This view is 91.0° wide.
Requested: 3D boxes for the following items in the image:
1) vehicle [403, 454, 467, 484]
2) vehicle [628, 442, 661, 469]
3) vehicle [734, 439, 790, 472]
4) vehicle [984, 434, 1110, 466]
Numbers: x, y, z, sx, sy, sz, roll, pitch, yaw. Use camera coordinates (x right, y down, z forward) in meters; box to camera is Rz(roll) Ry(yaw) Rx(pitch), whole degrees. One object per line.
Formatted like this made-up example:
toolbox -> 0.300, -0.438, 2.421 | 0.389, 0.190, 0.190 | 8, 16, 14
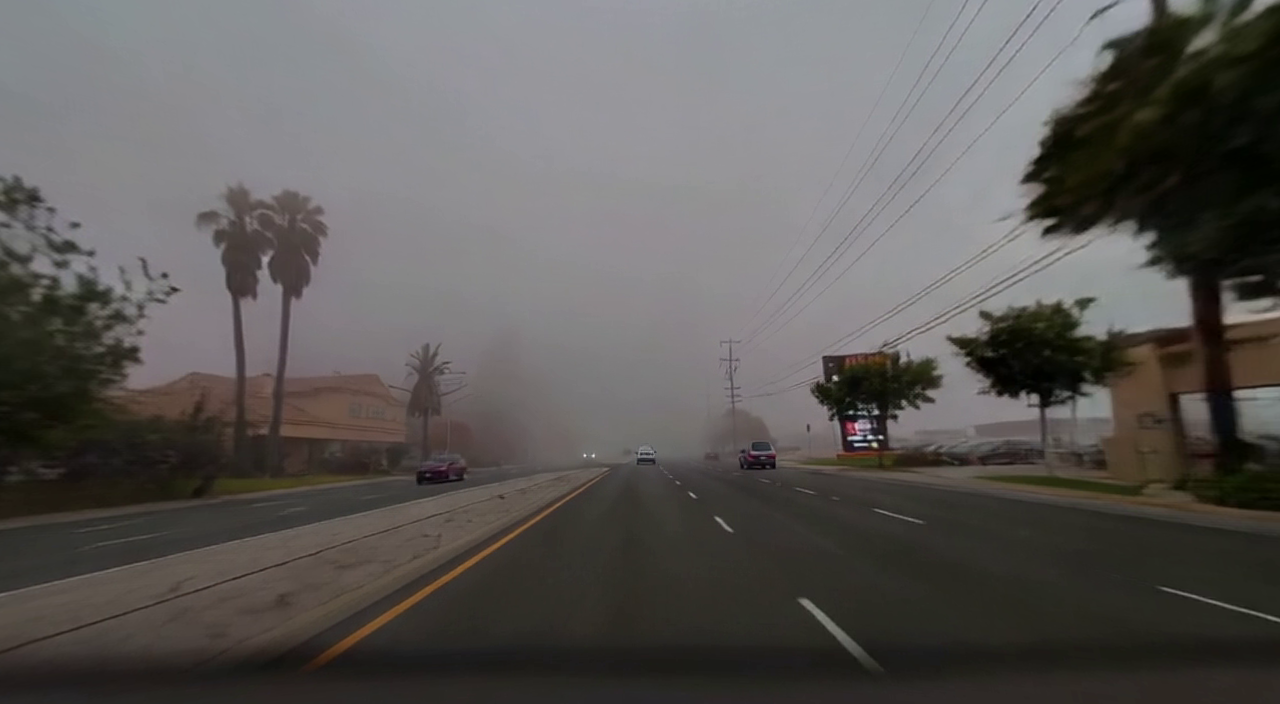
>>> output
vehicle -> -11.385, 6.542, 35.365 | 1.942, 1.497, 4.582 | 0, -9, 1
vehicle -> 0.312, 7.076, 43.216 | 2.138, 1.702, 4.168 | 0, -9, 1
vehicle -> 6.839, 5.831, 35.791 | 2.252, 1.718, 4.617 | 0, -9, 0
vehicle -> 19.952, 4.833, 31.042 | 4.768, 1.512, 1.986 | 0, -9, 1
